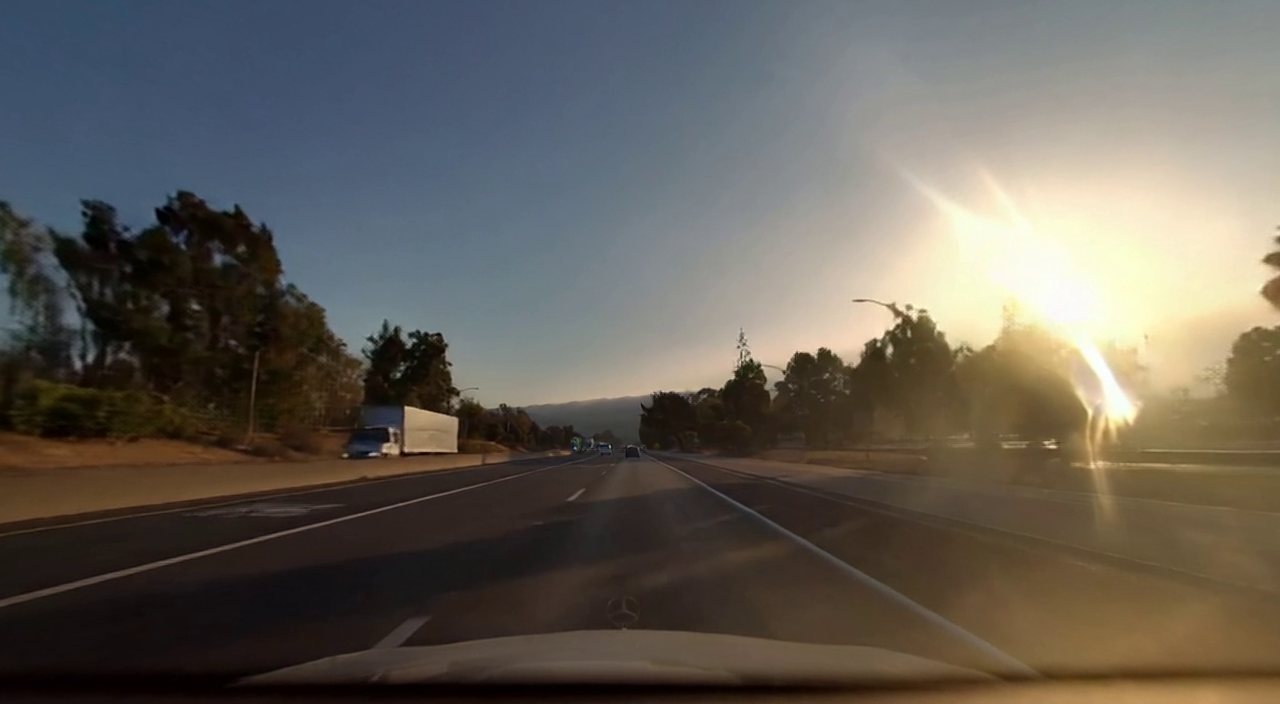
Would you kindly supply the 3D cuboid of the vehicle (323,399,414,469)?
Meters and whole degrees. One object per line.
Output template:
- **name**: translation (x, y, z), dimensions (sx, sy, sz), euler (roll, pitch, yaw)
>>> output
- **vehicle**: translation (-16.517, 5.130, 38.886), dimensions (3.025, 3.932, 5.813), euler (0, -9, -1)
